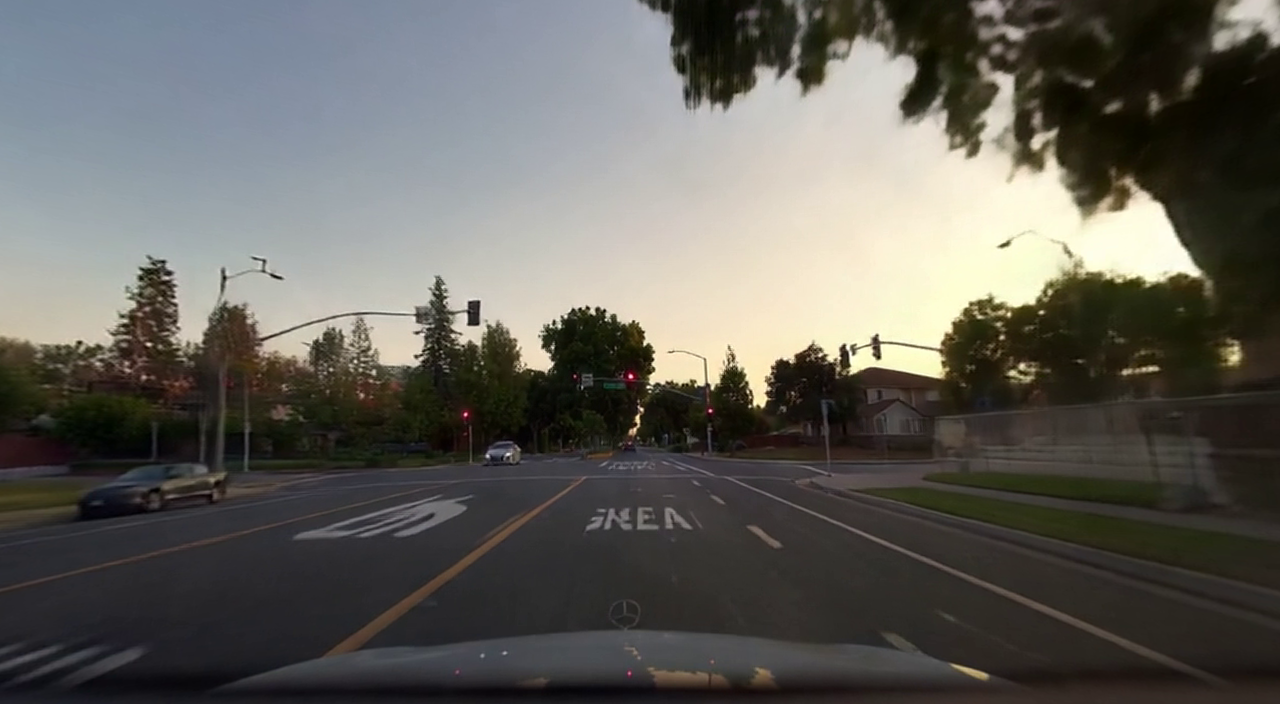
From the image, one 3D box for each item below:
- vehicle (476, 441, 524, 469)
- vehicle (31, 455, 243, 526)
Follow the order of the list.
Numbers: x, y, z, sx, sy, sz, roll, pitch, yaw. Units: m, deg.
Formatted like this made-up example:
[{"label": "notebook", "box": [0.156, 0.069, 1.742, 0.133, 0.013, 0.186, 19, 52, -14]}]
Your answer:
[{"label": "vehicle", "box": [-8.040, 5.924, 36.609, 1.869, 1.497, 3.768, -1, -8, 1]}, {"label": "vehicle", "box": [-12.785, 3.501, 16.528, 1.851, 1.482, 4.443, -1, -8, 0]}]
